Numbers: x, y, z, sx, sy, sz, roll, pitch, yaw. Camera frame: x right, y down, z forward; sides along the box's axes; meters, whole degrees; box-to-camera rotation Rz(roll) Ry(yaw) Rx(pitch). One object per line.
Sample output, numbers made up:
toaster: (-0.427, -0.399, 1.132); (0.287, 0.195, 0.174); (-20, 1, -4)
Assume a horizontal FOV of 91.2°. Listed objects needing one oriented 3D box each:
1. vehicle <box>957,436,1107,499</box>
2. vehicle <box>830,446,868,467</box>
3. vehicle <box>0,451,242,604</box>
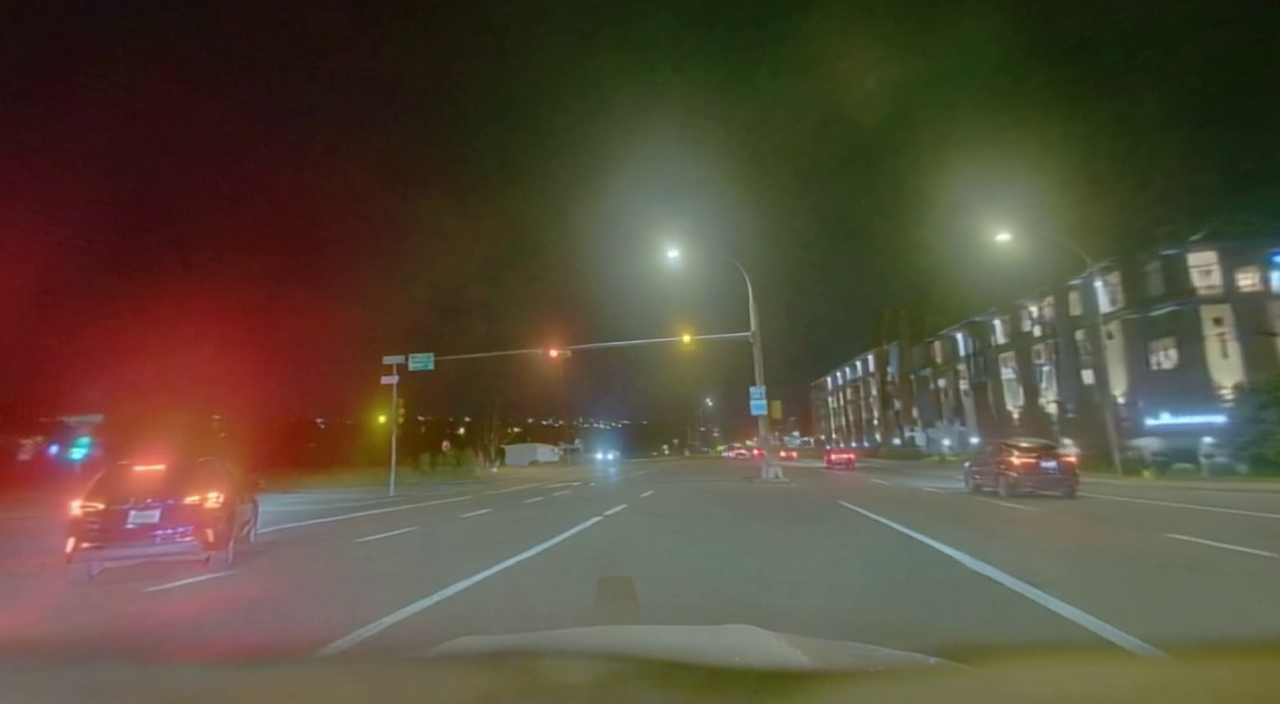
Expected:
vehicle: (11.217, 3.324, 18.369); (2.007, 1.586, 4.210); (-2, -9, 7)
vehicle: (16.040, 8.041, 48.316); (1.931, 1.475, 4.092); (-2, -9, 7)
vehicle: (-6.832, 2.156, 8.589); (2.014, 1.525, 3.670); (6, -11, -35)
